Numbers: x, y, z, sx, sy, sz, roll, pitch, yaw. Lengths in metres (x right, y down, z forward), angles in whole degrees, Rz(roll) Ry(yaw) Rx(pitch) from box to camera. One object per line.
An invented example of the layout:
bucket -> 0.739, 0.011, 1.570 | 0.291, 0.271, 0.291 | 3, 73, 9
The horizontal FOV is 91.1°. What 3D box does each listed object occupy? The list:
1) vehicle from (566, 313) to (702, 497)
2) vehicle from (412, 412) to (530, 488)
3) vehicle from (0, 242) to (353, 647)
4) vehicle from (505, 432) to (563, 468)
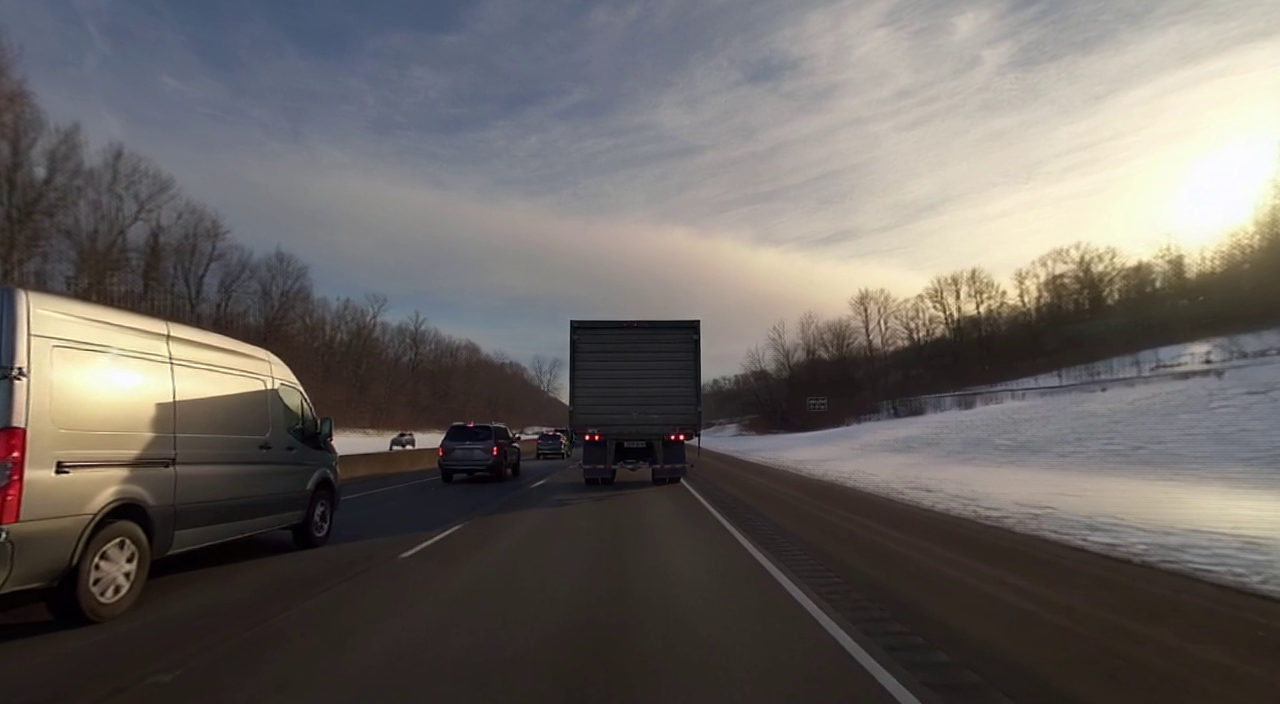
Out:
vehicle -> -0.221, 1.805, 18.864 | 2.953, 4.041, 10.072 | 0, -8, -1
vehicle -> -4.885, 2.916, 19.095 | 2.168, 1.985, 4.952 | 0, -8, 0
vehicle -> -5.267, 0.860, 6.012 | 2.478, 2.515, 5.438 | 0, -8, -1
vehicle -> -4.869, 4.521, 29.420 | 1.931, 1.539, 4.441 | 0, -8, 0
